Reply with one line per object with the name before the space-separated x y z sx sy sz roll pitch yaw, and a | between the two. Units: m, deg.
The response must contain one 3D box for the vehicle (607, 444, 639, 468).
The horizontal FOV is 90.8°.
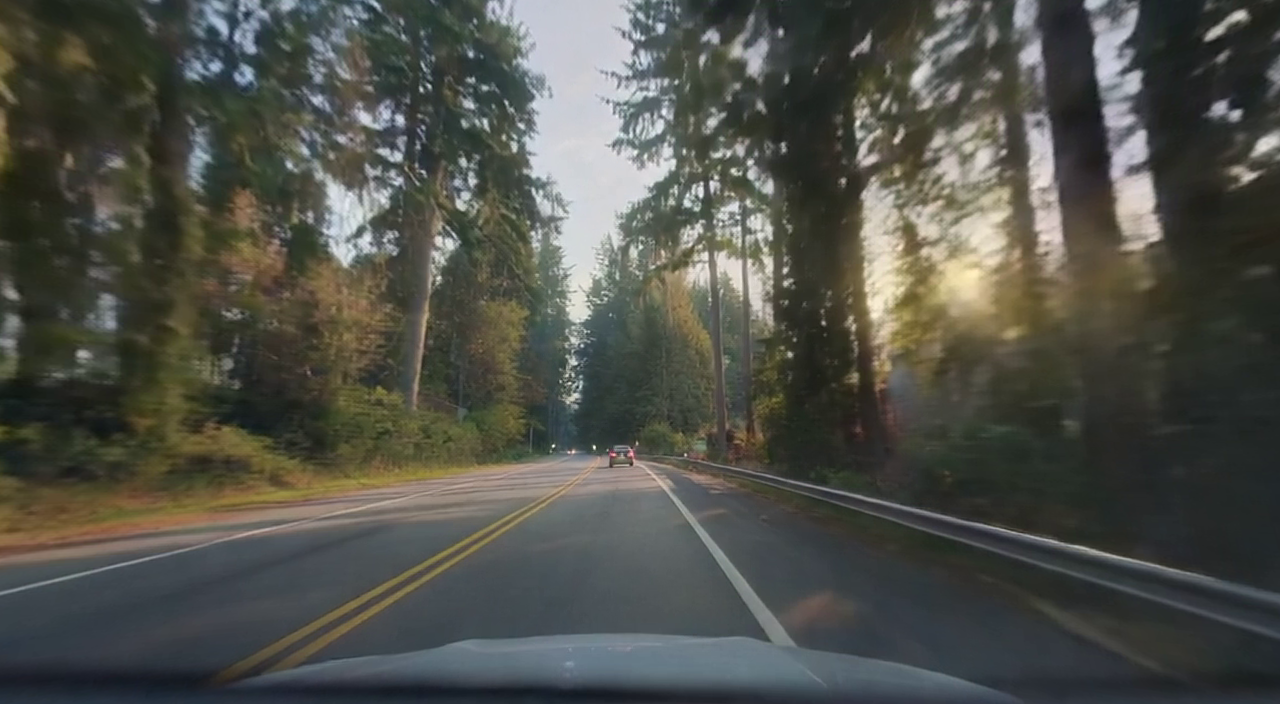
vehicle | -1.136 6.834 41.708 2.042 1.489 3.963 0 -9 -2
